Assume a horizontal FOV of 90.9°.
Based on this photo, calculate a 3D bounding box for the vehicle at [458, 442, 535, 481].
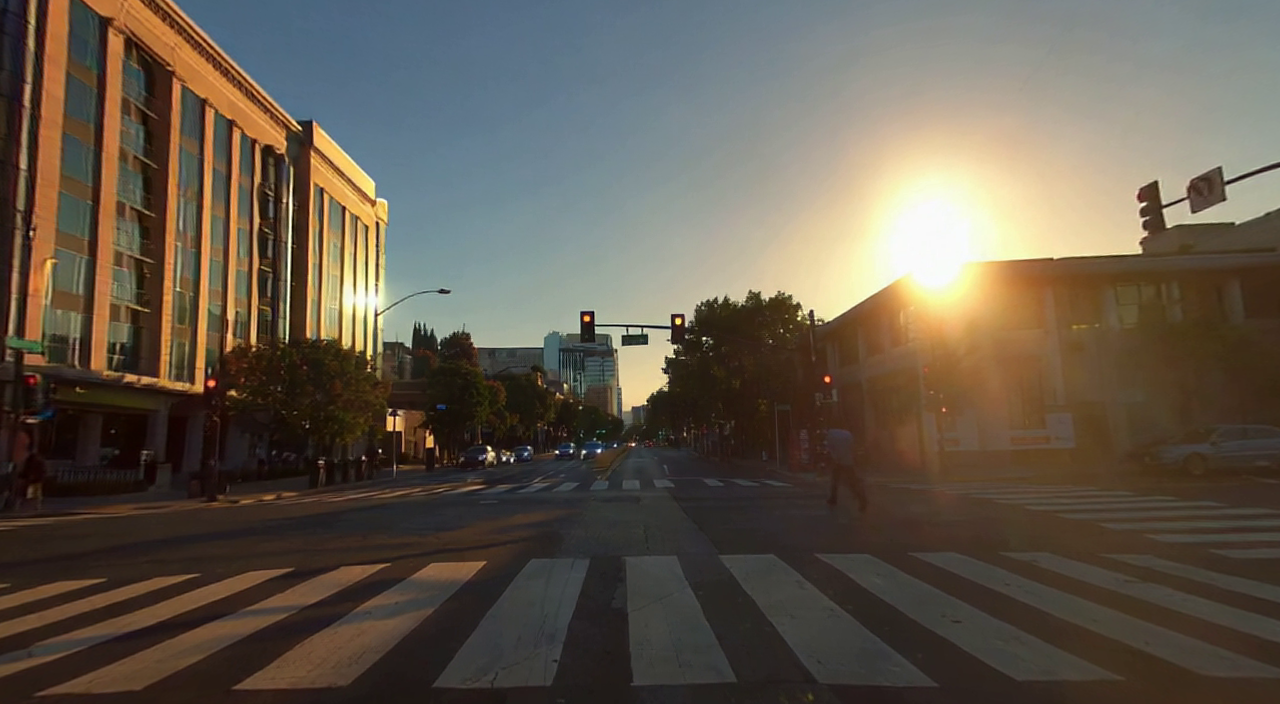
[{"bbox_3d":[-5.883,4.547,26.485,2.127,1.473,4.428,0,-8,1],"label":"vehicle"}]
